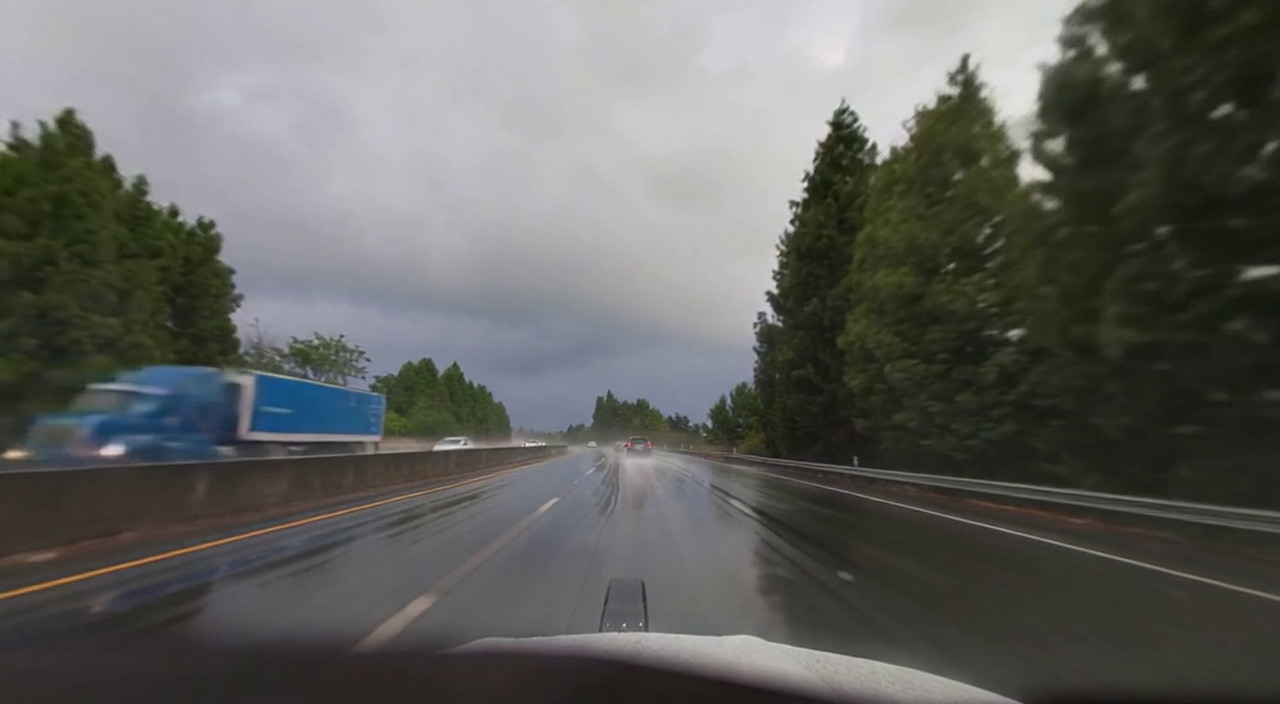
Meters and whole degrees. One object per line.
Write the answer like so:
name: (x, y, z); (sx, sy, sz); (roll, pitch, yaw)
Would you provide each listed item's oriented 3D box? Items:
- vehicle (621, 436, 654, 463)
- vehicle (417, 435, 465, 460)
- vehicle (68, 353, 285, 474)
vehicle: (-0.231, 6.545, 42.443); (2.079, 1.729, 4.380); (0, -8, -2)
vehicle: (-12.817, 6.183, 40.810); (1.817, 1.487, 4.134); (0, -8, -1)
vehicle: (-16.966, 2.466, 23.851); (3.116, 3.942, 6.536); (0, -8, -1)
